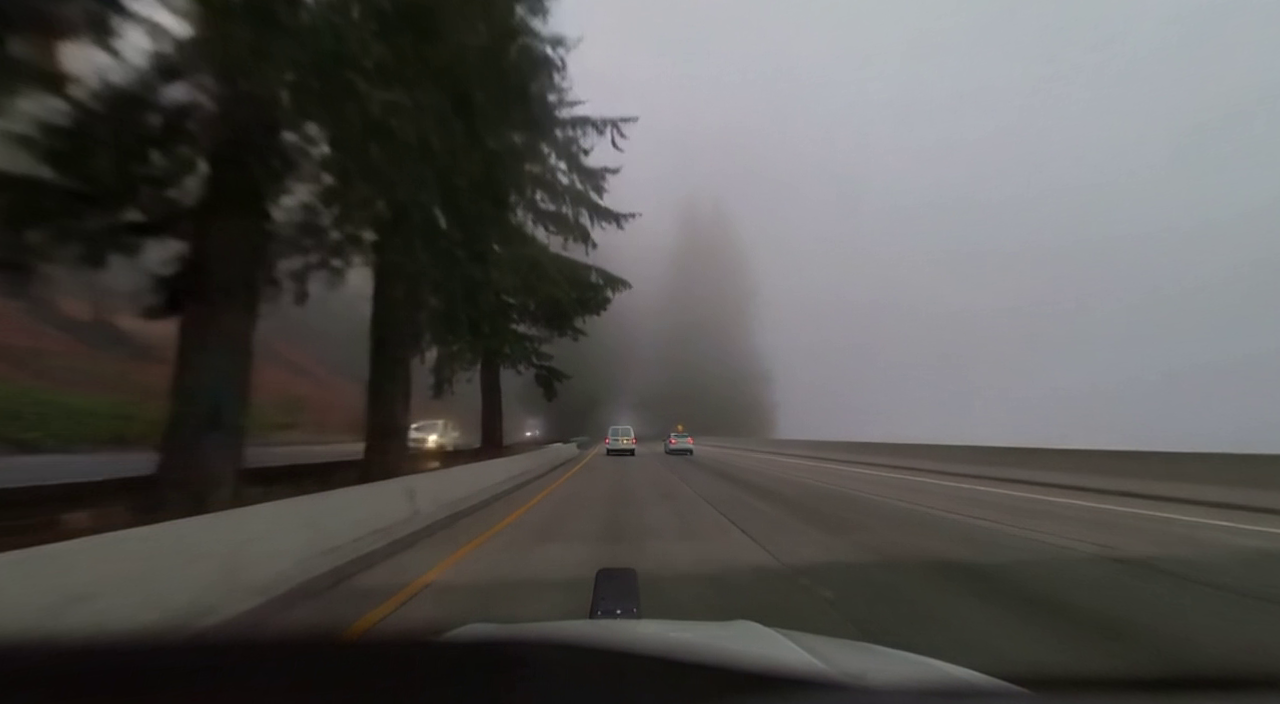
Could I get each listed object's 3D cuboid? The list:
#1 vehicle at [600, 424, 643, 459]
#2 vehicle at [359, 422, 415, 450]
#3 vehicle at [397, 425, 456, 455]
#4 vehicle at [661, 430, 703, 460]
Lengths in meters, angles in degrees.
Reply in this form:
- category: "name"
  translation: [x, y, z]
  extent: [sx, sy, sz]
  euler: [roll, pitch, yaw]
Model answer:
- category: "vehicle"
  translation: [-1.120, 5.387, 38.047]
  extent: [2.403, 1.994, 4.683]
  euler: [0, -8, -2]
- category: "vehicle"
  translation: [-14.799, 4.947, 37.045]
  extent: [1.784, 1.504, 3.781]
  euler: [0, -8, -1]
- category: "vehicle"
  translation: [-11.326, 4.721, 33.746]
  extent: [1.780, 1.455, 4.310]
  euler: [-1, -8, -1]
- category: "vehicle"
  translation: [2.384, 5.403, 36.776]
  extent: [1.996, 1.589, 3.715]
  euler: [0, -8, -3]
